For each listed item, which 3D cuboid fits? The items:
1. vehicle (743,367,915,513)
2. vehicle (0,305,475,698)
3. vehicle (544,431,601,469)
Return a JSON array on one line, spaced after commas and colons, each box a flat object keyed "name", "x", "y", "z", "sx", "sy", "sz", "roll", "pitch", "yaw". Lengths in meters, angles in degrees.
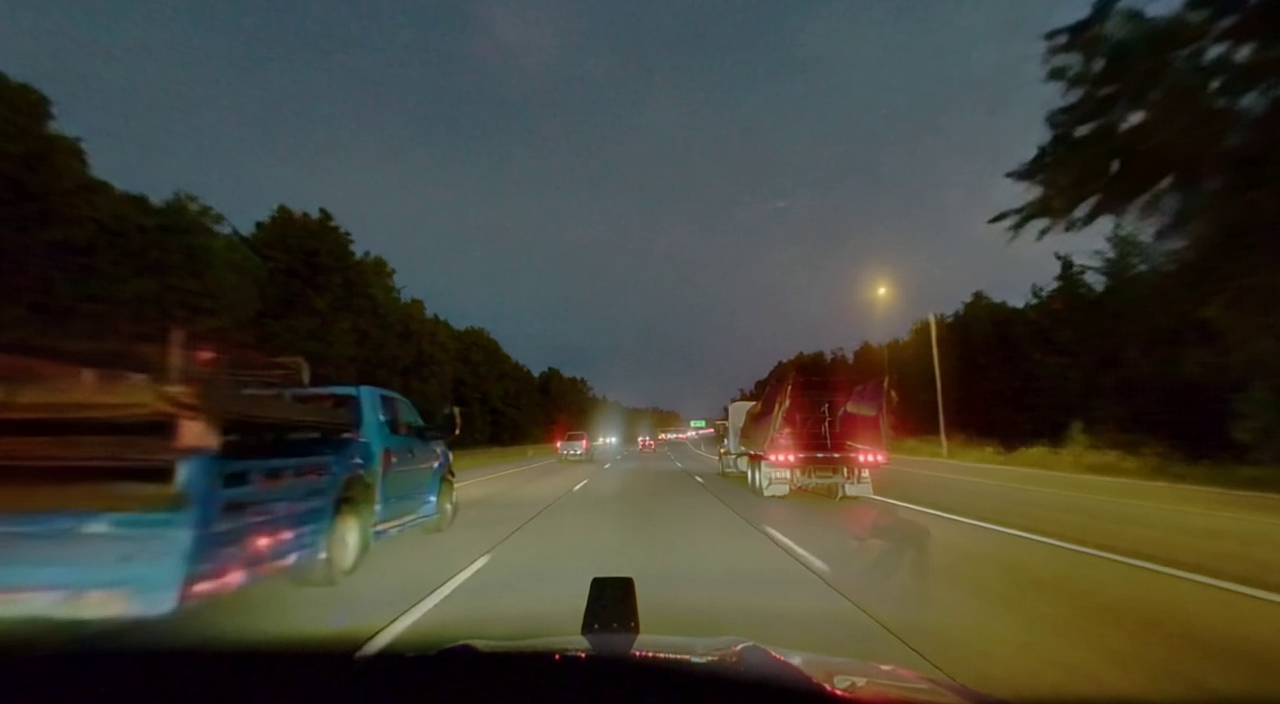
[{"name": "vehicle", "x": 3.669, "y": 1.819, "z": 13.198, "sx": 2.256, "sy": 2.568, "sz": 4.049, "roll": 0, "pitch": -8, "yaw": -1}, {"name": "vehicle", "x": -3.211, "y": 1.052, "z": 5.609, "sx": 2.204, "sy": 1.991, "sz": 4.720, "roll": 0, "pitch": -8, "yaw": 0}, {"name": "vehicle", "x": -2.988, "y": 4.408, "z": 28.729, "sx": 2.008, "sy": 1.588, "sz": 4.147, "roll": 0, "pitch": -8, "yaw": 1}]
